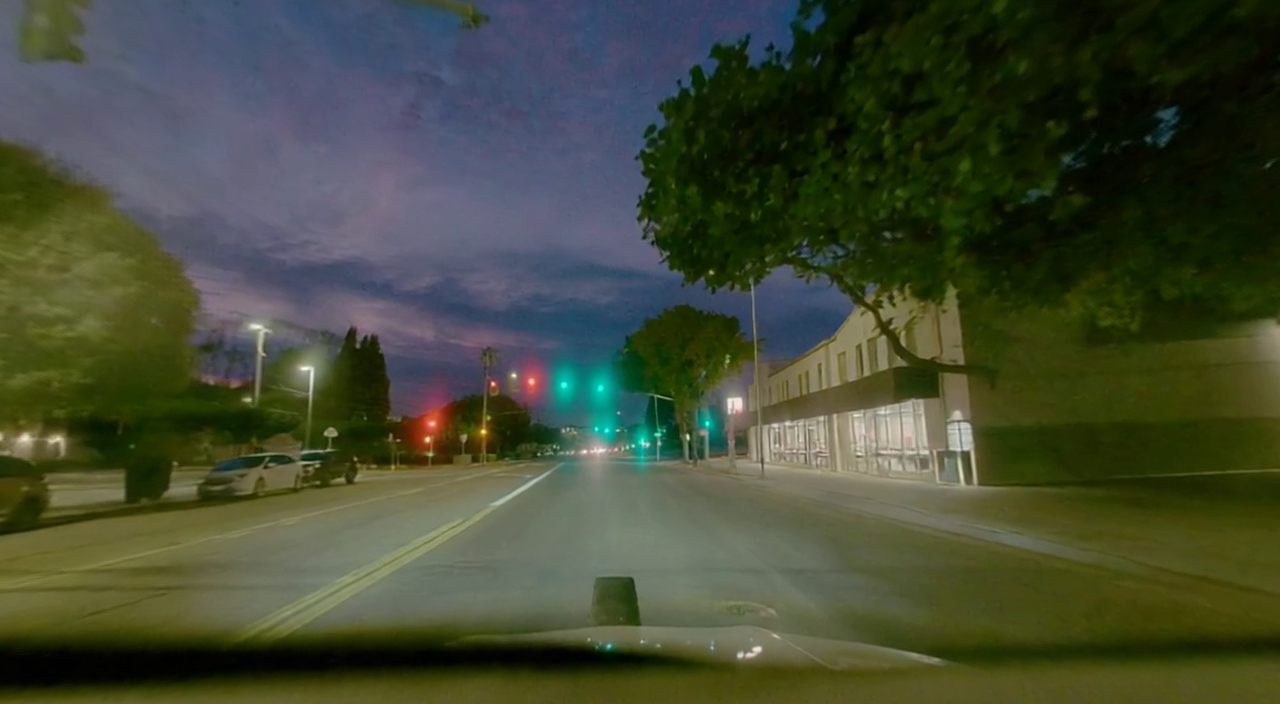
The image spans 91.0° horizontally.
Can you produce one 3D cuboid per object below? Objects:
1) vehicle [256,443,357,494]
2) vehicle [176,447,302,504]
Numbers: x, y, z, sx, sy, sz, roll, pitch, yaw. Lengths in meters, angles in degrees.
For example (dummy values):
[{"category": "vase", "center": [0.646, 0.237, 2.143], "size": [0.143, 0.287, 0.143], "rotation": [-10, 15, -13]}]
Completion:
[{"category": "vehicle", "center": [-13.511, 4.751, 25.850], "size": [1.944, 1.742, 4.507], "rotation": [-4, -9, -4]}, {"category": "vehicle", "center": [-13.315, 4.067, 21.212], "size": [1.923, 1.706, 3.802], "rotation": [0, -8, -5]}]
